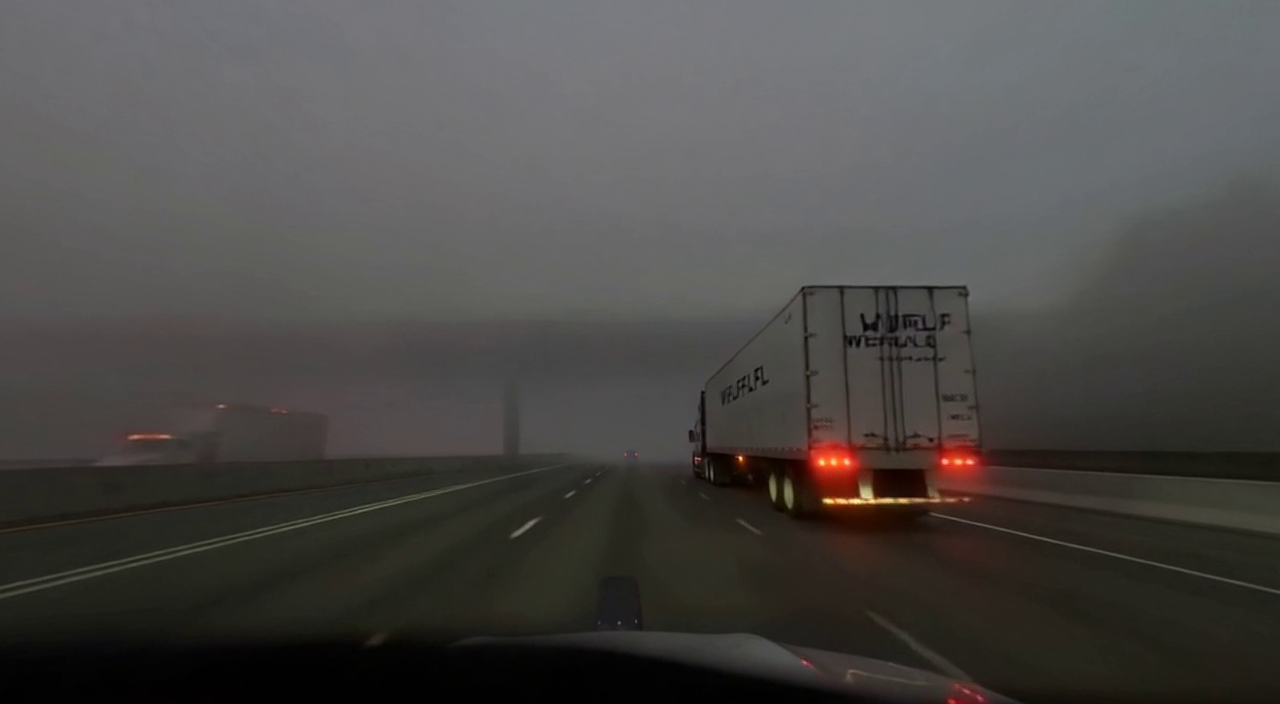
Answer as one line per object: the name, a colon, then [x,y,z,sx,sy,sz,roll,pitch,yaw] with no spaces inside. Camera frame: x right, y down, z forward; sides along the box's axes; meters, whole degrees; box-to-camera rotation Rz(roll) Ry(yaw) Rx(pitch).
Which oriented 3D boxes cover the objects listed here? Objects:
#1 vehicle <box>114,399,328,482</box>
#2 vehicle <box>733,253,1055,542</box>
vehicle: [-23.200,5.238,36.488,2.901,3.874,13.959,0,-9,0]
vehicle: [4.097,1.227,12.970,2.869,4.013,8.610,0,-9,-1]
